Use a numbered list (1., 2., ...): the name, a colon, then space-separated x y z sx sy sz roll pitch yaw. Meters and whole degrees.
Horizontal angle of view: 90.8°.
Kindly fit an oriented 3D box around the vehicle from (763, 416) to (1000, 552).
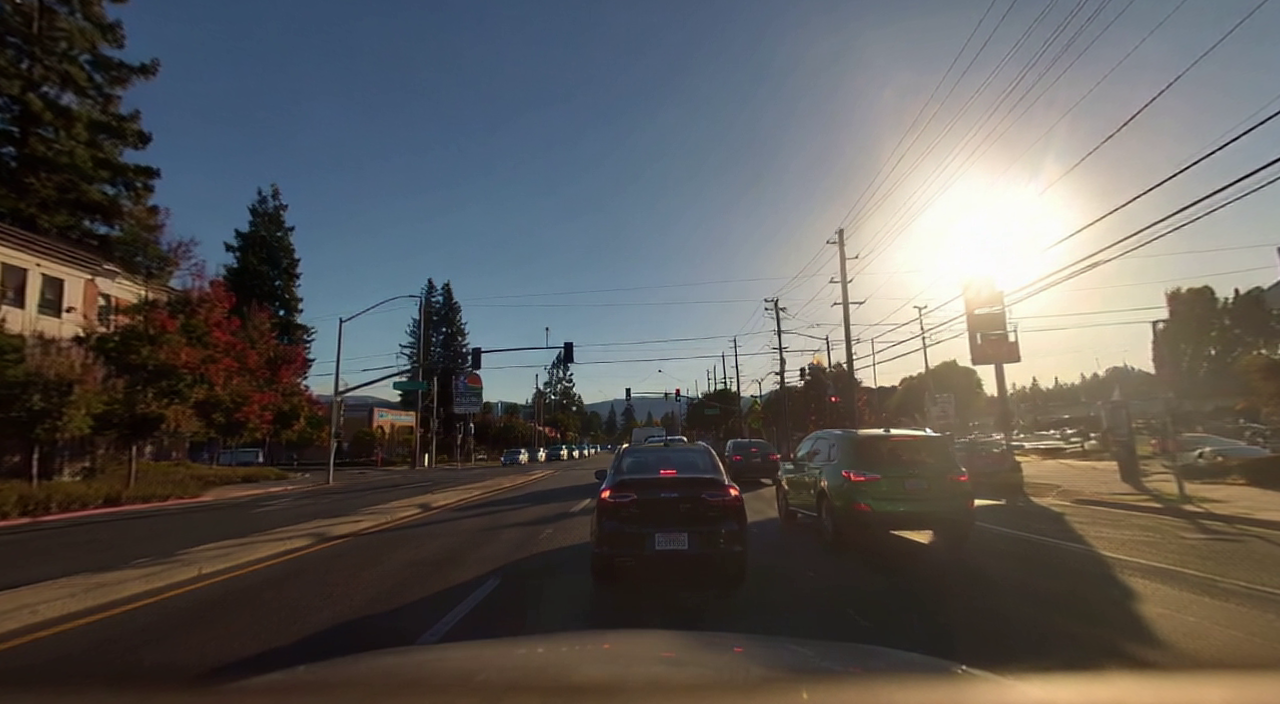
1. vehicle: 3.328 1.910 9.812 1.998 1.620 4.267 0 -9 0

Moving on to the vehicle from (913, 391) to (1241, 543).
1. vehicle: 6.687 1.833 10.575 2.080 1.958 4.653 0 -9 -1

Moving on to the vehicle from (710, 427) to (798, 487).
1. vehicle: 3.711 3.547 21.548 2.060 1.789 4.712 0 -9 -1

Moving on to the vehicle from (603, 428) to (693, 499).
1. vehicle: 0.197 2.987 17.234 2.149 1.668 3.962 0 -9 0
